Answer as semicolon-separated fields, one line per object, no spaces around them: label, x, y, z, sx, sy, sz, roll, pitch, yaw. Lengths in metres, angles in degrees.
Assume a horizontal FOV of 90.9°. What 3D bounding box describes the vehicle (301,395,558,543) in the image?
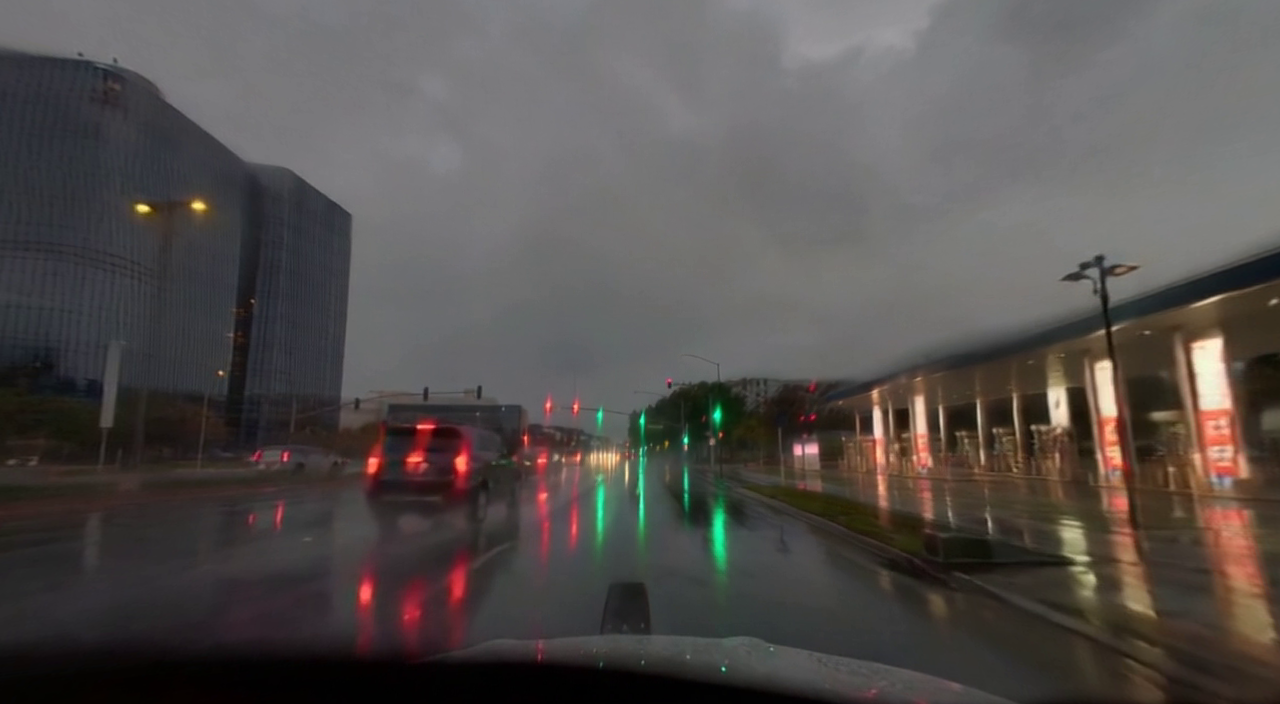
vehicle;-3.420;2.155;12.225;2.602;2.091;6.347;0;-9;2
